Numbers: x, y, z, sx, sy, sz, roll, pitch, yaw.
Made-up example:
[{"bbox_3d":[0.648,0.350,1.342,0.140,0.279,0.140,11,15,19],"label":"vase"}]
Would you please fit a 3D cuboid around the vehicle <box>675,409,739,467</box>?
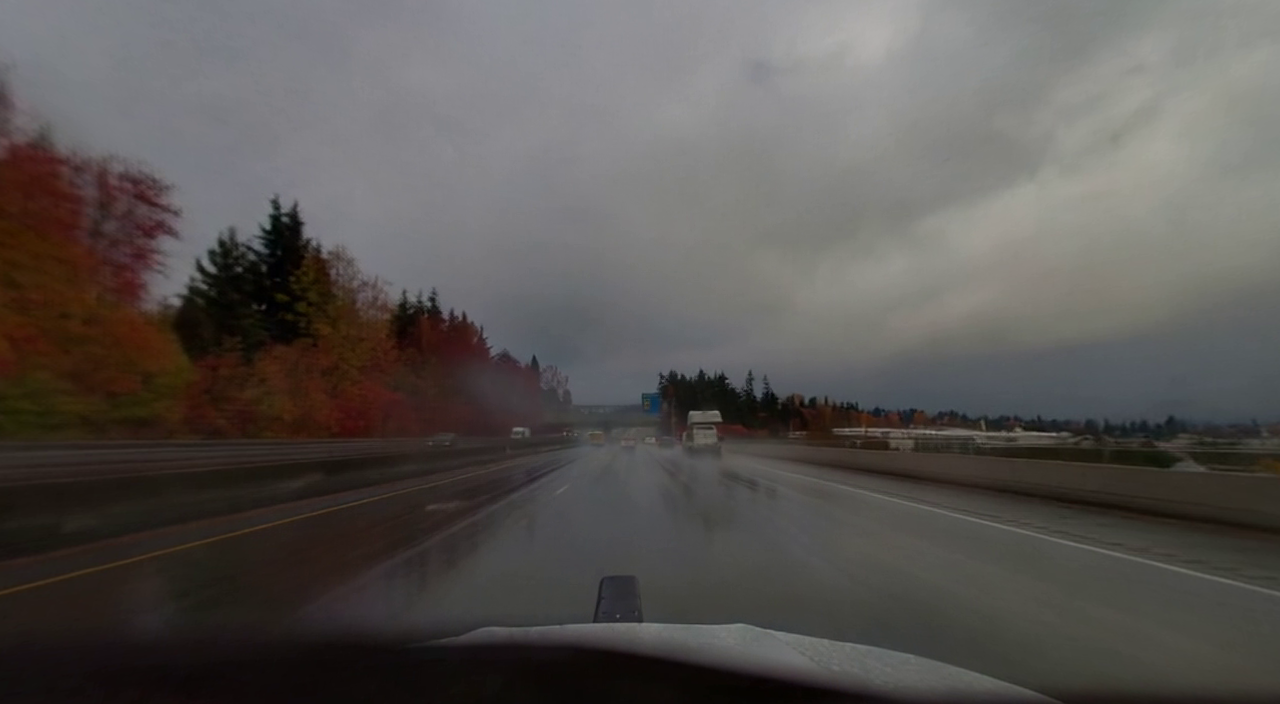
[{"bbox_3d":[3.200,4.271,31.374,2.411,2.614,5.781,0,-8,-2],"label":"vehicle"}]
